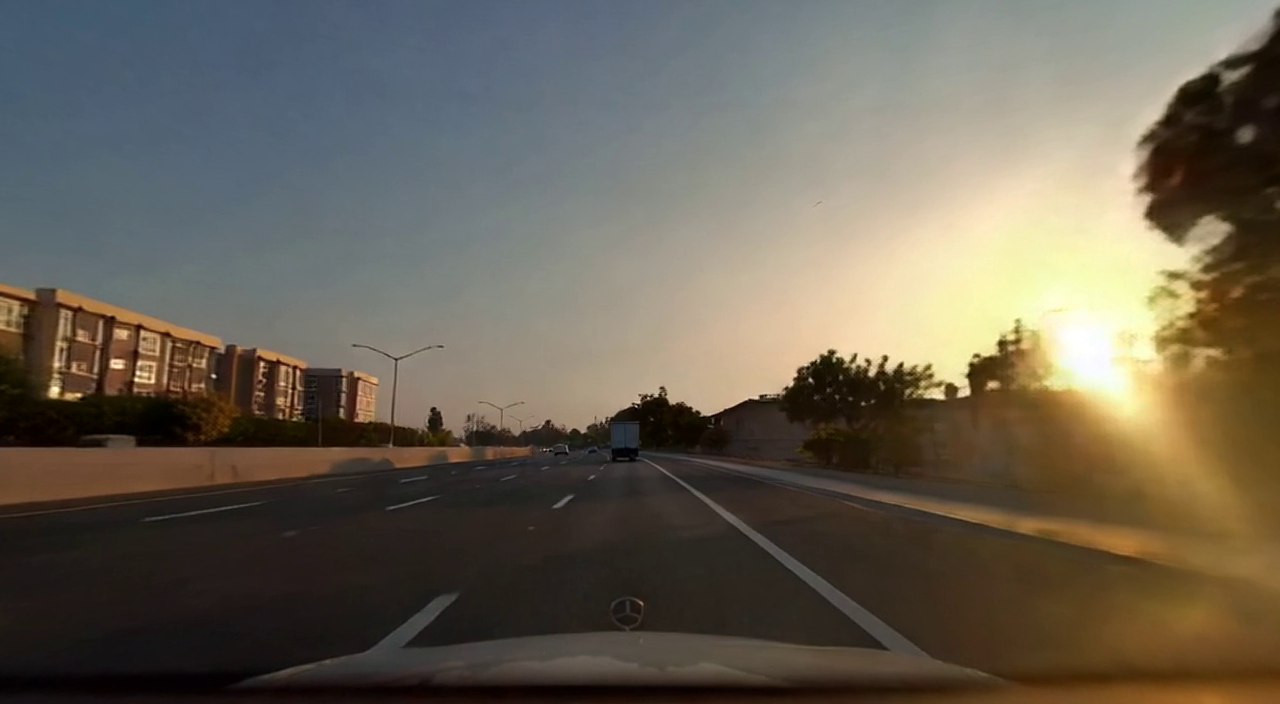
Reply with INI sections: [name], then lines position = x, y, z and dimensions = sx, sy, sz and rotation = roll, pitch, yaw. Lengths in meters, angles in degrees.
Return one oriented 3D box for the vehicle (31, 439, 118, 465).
[vehicle]
position = -41.278, 7.332, 46.222
dimensions = 1.962, 1.758, 4.831
rotation = 0, -9, -2
